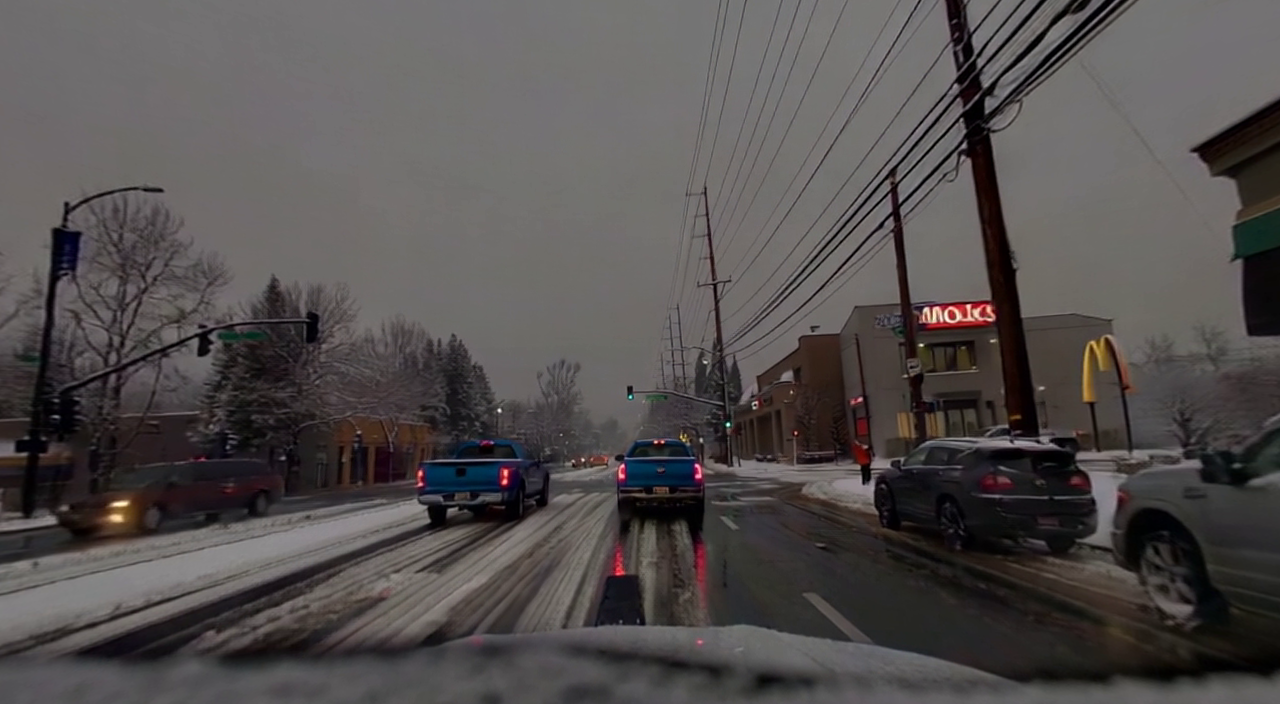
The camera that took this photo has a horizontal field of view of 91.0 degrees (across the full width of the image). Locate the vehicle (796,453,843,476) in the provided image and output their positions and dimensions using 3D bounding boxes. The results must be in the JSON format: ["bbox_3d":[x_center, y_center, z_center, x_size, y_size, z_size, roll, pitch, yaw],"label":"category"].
[{"bbox_3d":[13.392,8.394,47.255,2.075,1.556,4.585,1,-9,-1],"label":"vehicle"}]

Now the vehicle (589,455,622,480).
[{"bbox_3d":[-2.606,8.896,48.692,2.140,1.768,5.092,0,-9,1],"label":"vehicle"}]

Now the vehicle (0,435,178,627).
[{"bbox_3d":[-6.228,1.403,4.791,1.994,1.551,4.414,0,-9,1],"label":"vehicle"}]

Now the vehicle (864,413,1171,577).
[{"bbox_3d":[5.089,1.960,9.490,1.974,1.823,4.576,0,-9,3],"label":"vehicle"}]

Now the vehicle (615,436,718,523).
[{"bbox_3d":[0.796,2.925,15.092,2.089,1.699,4.650,-1,-9,7],"label":"vehicle"}]

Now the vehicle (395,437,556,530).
[{"bbox_3d":[-3.139,2.615,13.166,1.995,1.554,4.618,0,-9,1],"label":"vehicle"}]

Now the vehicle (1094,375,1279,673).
[{"bbox_3d":[4.865,0.900,2.848,2.007,1.786,4.870,0,-9,1],"label":"vehicle"}]

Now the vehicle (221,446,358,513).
[{"bbox_3d":[-11.500,4.150,21.153,2.133,1.952,4.856,1,-9,-5],"label":"vehicle"}]
